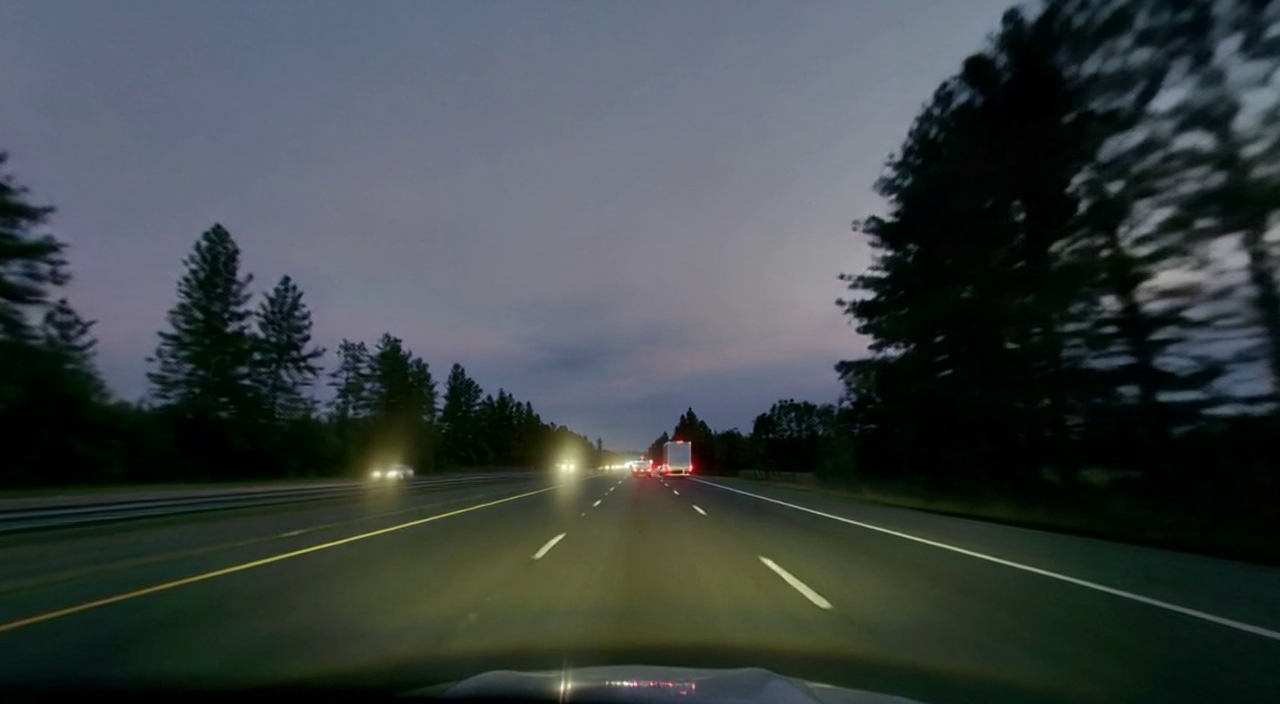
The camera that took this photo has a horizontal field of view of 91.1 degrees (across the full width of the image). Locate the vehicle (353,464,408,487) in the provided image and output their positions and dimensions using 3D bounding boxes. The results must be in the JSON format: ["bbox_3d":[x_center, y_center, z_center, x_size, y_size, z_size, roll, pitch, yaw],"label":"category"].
[{"bbox_3d":[-17.989,8.576,43.769,1.838,1.452,4.522,1,-10,0],"label":"vehicle"}]
